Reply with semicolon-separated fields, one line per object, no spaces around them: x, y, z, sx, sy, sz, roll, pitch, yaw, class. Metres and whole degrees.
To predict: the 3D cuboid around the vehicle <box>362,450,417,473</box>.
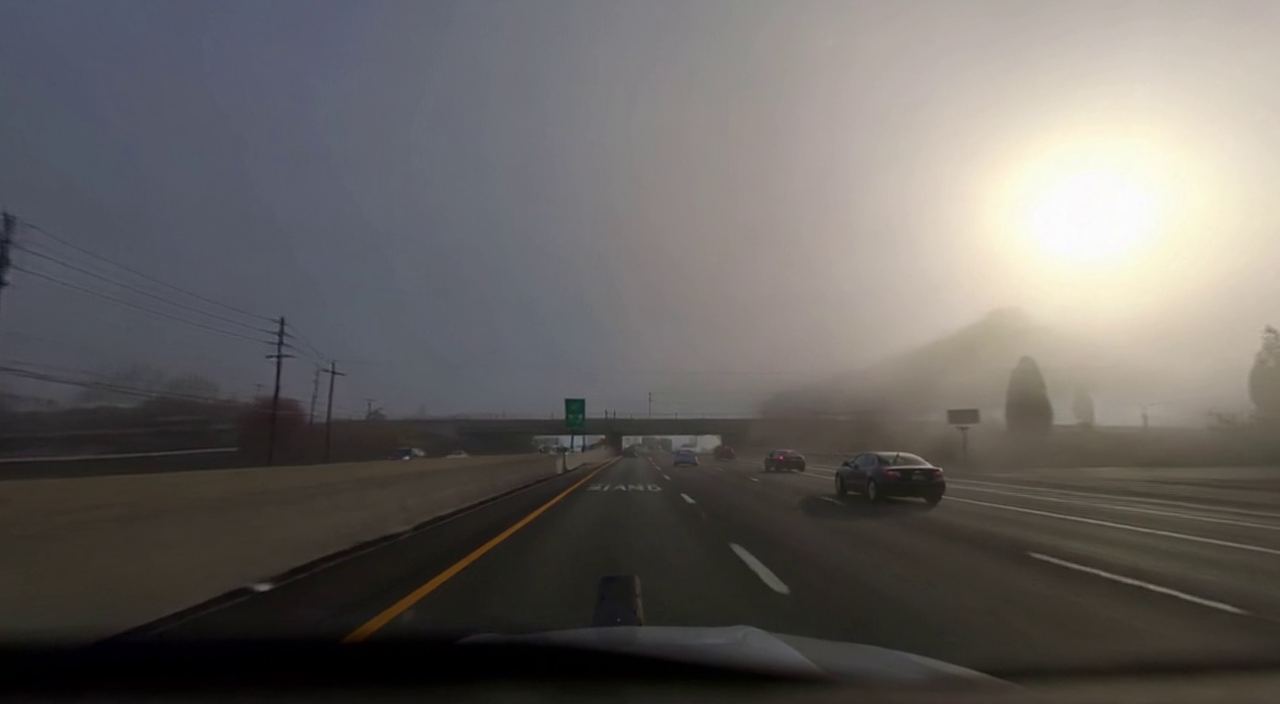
-17.062;7.428;43.222;1.900;1.464;4.550;0;-9;0;vehicle

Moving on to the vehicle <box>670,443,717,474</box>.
2.798;5.674;33.871;1.993;1.507;4.594;0;-9;-2;vehicle

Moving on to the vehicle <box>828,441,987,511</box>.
6.500;3.041;16.014;1.952;1.489;4.483;0;-9;-2;vehicle

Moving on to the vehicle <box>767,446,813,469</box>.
9.715;6.845;41.167;1.838;1.440;4.121;0;-9;-2;vehicle
